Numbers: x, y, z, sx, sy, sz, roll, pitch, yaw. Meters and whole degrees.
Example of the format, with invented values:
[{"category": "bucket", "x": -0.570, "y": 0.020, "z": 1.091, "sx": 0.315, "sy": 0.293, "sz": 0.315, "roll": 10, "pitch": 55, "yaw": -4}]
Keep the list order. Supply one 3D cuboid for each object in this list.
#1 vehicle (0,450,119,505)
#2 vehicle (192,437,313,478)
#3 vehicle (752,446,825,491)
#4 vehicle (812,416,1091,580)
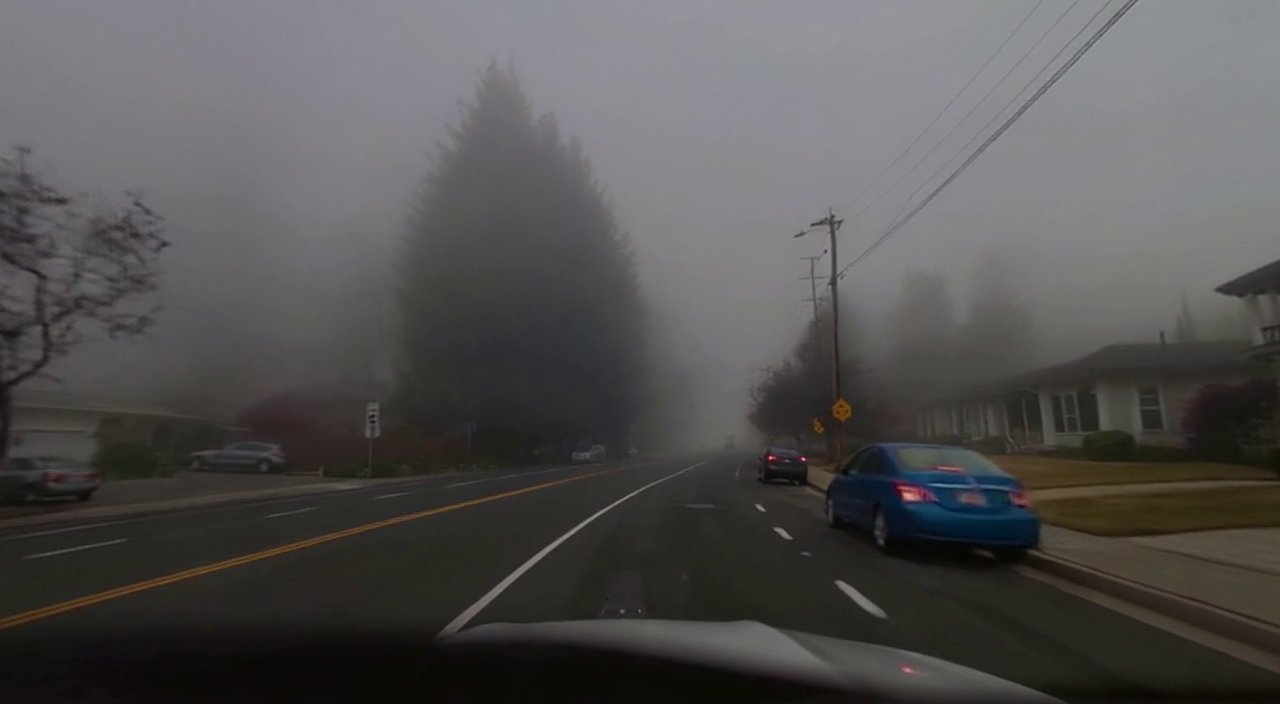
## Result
[{"category": "vehicle", "x": -19.022, "y": 3.851, "z": 19.663, "sx": 4.284, "sy": 1.549, "sz": 1.828, "roll": -1, "pitch": -8, "yaw": 9}, {"category": "vehicle", "x": -20.718, "y": 5.621, "z": 33.896, "sx": 5.134, "sy": 2.110, "sz": 2.040, "roll": 0, "pitch": -8, "yaw": 3}, {"category": "vehicle", "x": 5.281, "y": 4.165, "z": 23.077, "sx": 1.993, "sy": 1.457, "sz": 4.599, "roll": -1, "pitch": -8, "yaw": 6}, {"category": "vehicle", "x": 4.042, "y": 1.931, "z": 9.235, "sx": 1.989, "sy": 1.782, "sz": 4.351, "roll": 0, "pitch": -8, "yaw": 3}]
